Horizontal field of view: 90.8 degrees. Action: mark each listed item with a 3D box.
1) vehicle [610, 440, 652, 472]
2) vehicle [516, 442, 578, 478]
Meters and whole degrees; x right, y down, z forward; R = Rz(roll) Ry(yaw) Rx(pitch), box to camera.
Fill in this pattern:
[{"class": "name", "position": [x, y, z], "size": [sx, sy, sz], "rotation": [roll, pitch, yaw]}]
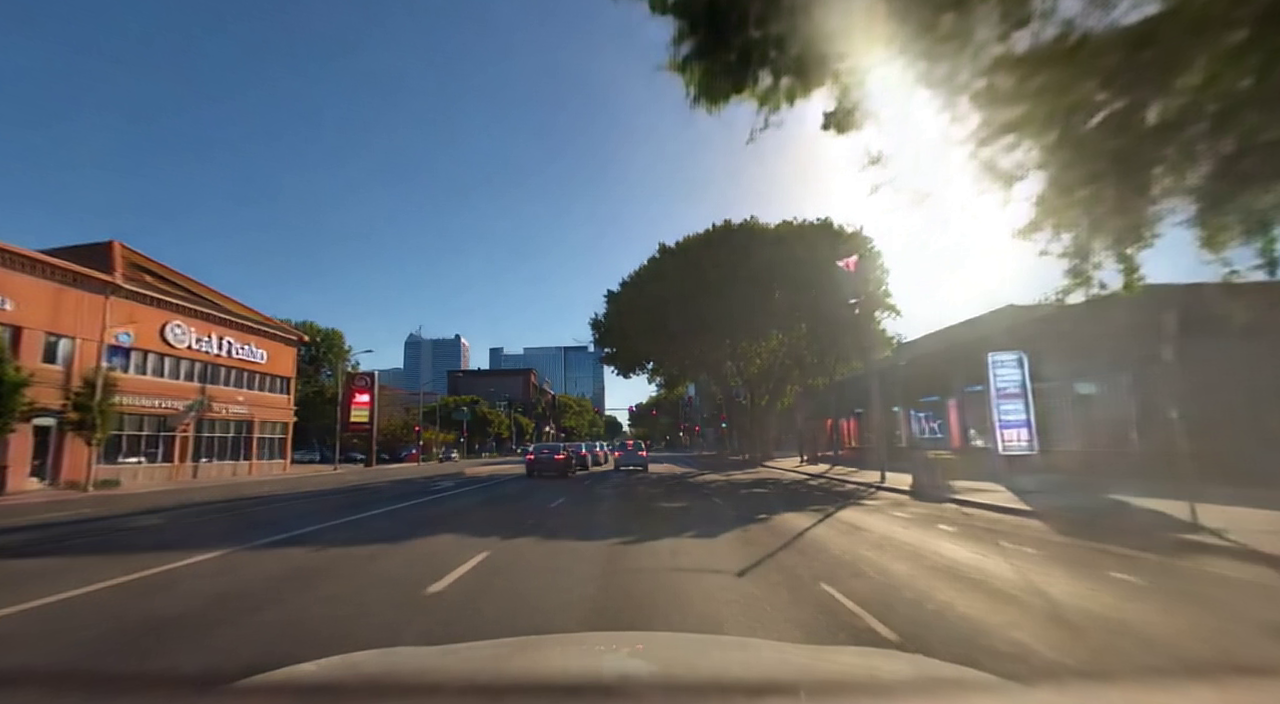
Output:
[{"class": "vehicle", "position": [-0.414, 5.335, 32.627], "size": [2.042, 1.555, 3.912], "rotation": [0, -9, 0]}, {"class": "vehicle", "position": [-4.001, 4.732, 27.923], "size": [2.020, 1.457, 4.496], "rotation": [0, -9, 1]}]
